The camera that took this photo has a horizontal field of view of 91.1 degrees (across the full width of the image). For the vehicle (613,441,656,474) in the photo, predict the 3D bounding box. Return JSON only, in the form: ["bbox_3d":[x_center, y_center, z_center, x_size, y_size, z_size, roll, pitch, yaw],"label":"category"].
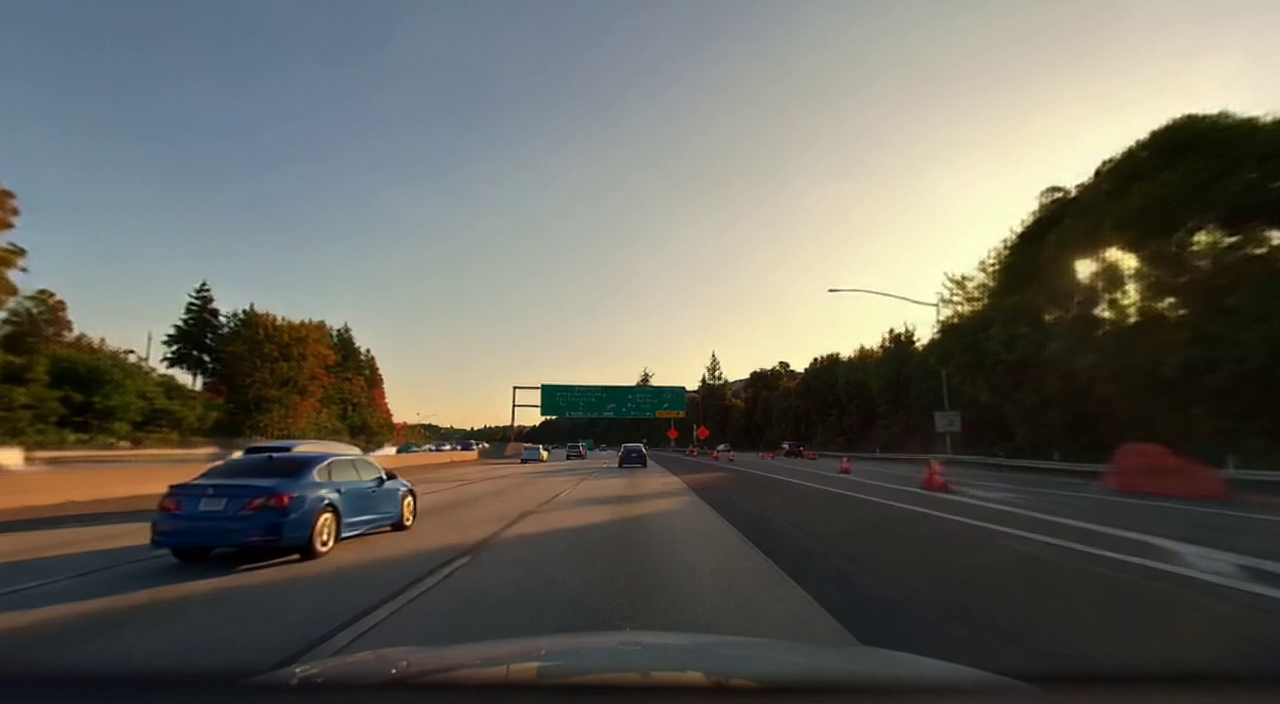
[{"bbox_3d":[-0.280,5.155,30.947,1.963,1.462,4.681,0,-8,-1],"label":"vehicle"}]

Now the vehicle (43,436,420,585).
[{"bbox_3d":[-4.723,1.855,8.295,2.001,1.415,4.360,0,-8,1],"label":"vehicle"}]
